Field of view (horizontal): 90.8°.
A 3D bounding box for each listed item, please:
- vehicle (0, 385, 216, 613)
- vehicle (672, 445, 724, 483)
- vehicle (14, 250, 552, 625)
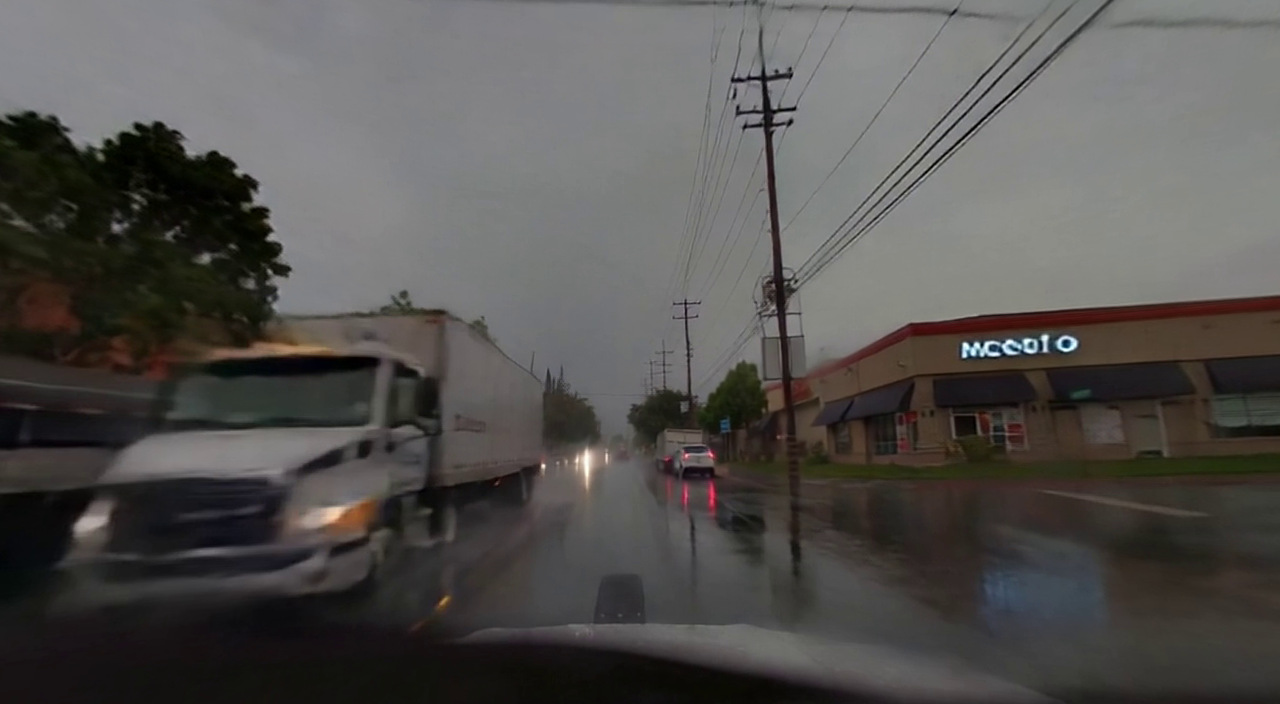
[{"bbox_3d":[-8.054,1.469,6.139,2.737,2.345,7.210,0,-9,1],"label":"vehicle"},{"bbox_3d":[2.929,5.797,33.020,2.097,1.784,4.915,0,-9,-2],"label":"vehicle"},{"bbox_3d":[-3.912,1.598,11.634,2.994,3.308,12.131,0,-9,-1],"label":"vehicle"}]
